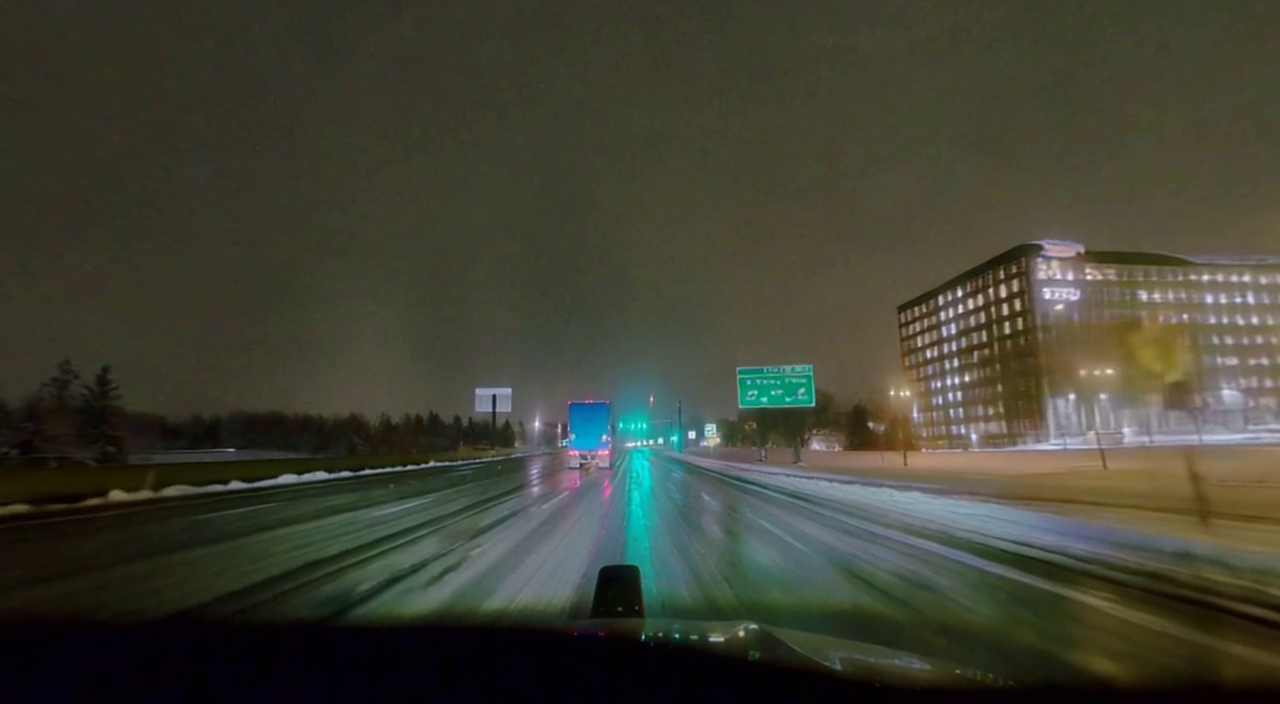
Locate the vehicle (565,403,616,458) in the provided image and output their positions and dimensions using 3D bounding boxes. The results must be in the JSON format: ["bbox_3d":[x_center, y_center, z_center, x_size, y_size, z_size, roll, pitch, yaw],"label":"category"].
[{"bbox_3d":[-3.687,6.355,49.711,3.059,3.867,10.343,0,-9,1],"label":"vehicle"}]
